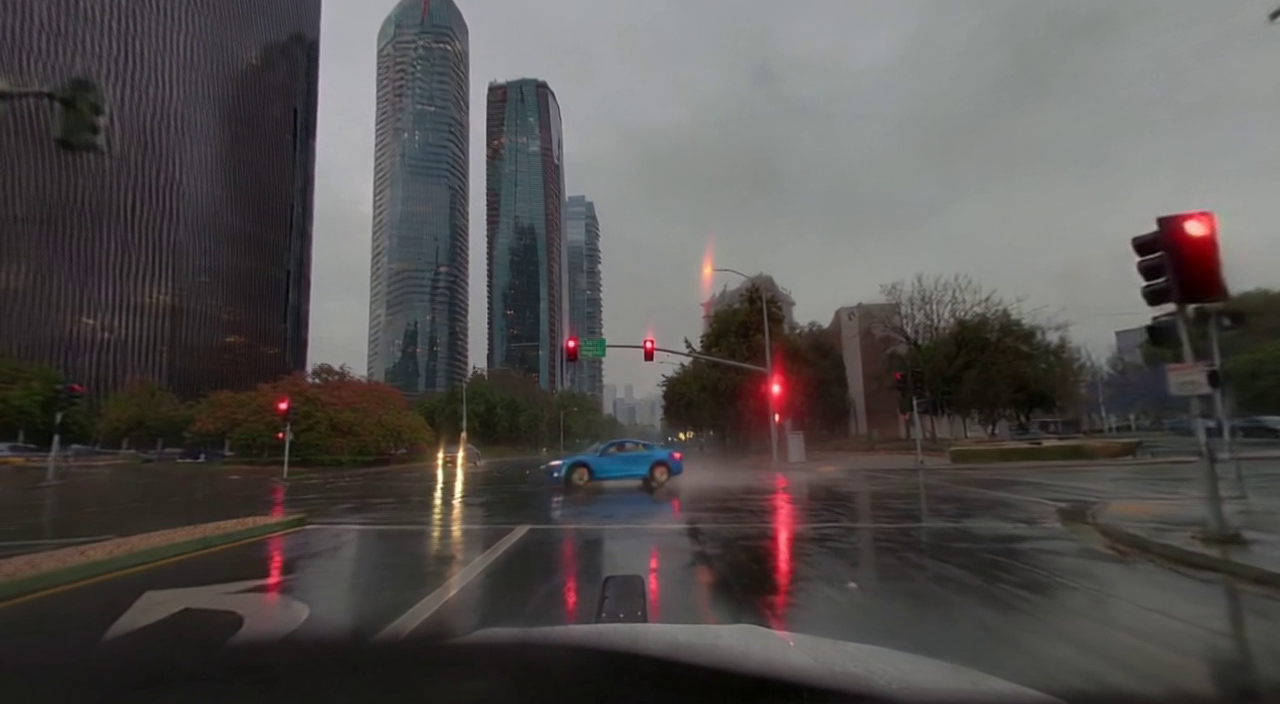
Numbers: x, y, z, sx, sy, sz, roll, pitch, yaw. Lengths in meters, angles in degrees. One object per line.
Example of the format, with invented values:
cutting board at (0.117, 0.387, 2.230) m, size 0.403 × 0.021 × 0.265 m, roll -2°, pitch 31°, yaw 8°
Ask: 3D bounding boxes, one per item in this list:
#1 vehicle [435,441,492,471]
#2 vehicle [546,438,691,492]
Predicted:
vehicle at (-11.490, 6.808, 41.392) m, size 2.069 × 1.771 × 4.947 m, roll 0°, pitch -9°, yaw 3°
vehicle at (-0.711, 3.604, 20.382) m, size 4.218 × 1.572 × 2.065 m, roll 4°, pitch -9°, yaw -22°
